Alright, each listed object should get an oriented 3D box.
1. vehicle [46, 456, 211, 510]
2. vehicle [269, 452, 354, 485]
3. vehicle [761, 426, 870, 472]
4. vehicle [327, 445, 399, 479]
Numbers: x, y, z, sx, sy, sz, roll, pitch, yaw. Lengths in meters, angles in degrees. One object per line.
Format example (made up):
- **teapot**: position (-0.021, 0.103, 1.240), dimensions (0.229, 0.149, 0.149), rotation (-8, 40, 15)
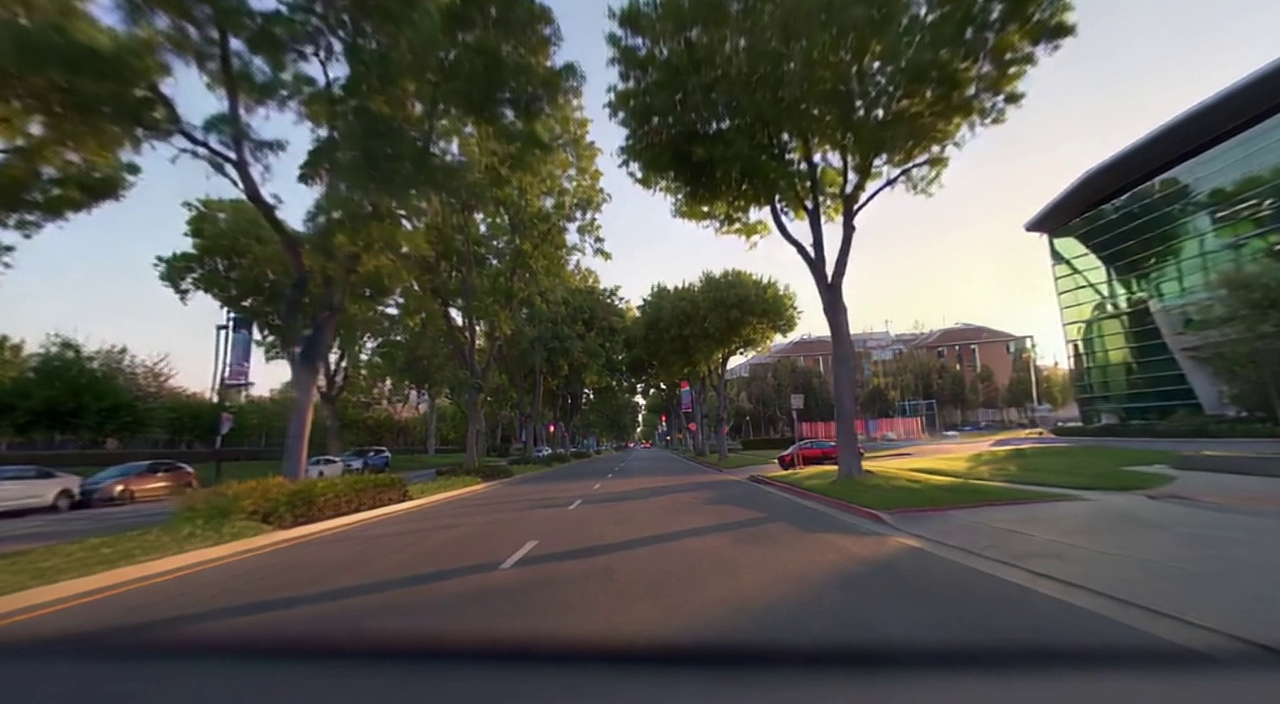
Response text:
- **vehicle**: position (-17.480, 4.455, 21.811), dimensions (2.020, 1.471, 4.419), rotation (-3, -9, 0)
- **vehicle**: position (-17.308, 6.139, 33.386), dimensions (1.873, 1.544, 4.794), rotation (0, -8, 1)
- **vehicle**: position (8.879, 4.965, 32.132), dimensions (4.716, 1.672, 2.330), rotation (-7, -8, -1)
- **vehicle**: position (-17.127, 6.774, 39.123), dimensions (2.301, 1.821, 4.731), rotation (-4, -8, 1)
